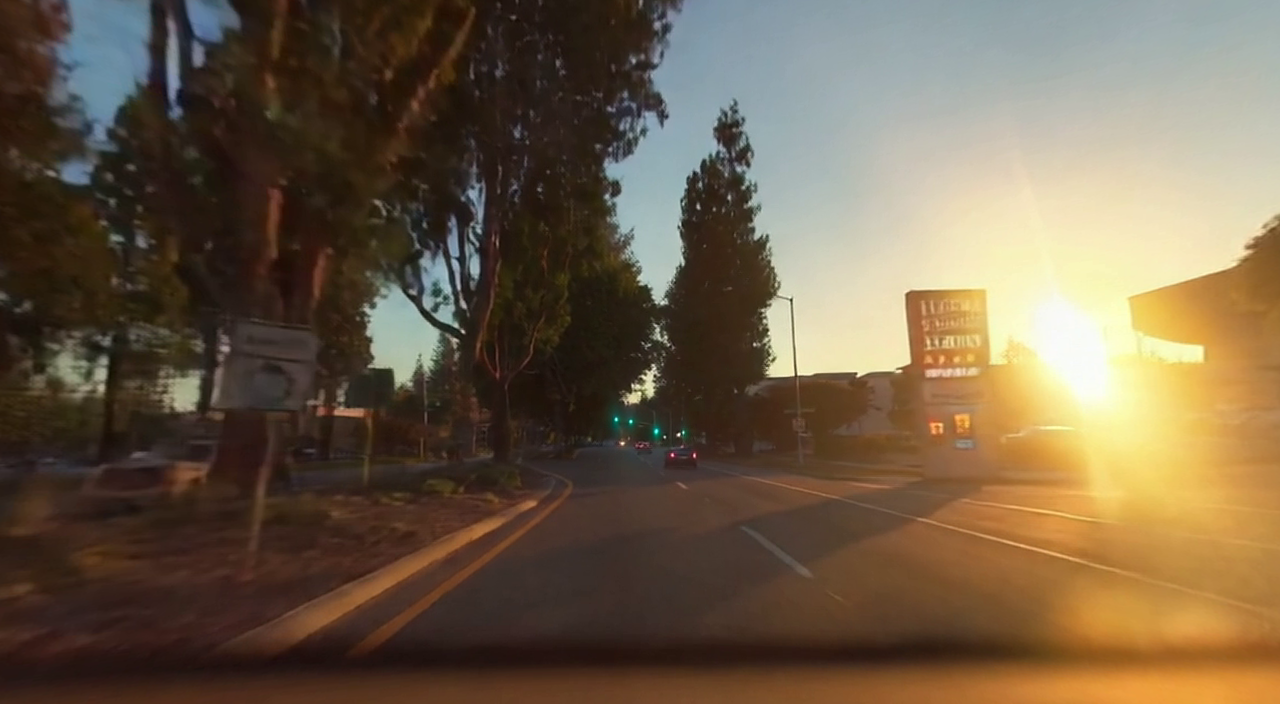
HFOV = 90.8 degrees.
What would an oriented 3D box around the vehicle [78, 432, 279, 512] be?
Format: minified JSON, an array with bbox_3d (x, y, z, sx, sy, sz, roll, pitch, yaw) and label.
[{"bbox_3d":[-11.766,3.049,16.656,1.953,1.761,4.702,0,-8,-4],"label":"vehicle"}]

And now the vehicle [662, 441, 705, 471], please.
[{"bbox_3d":[2.407,5.927,36.111,1.961,1.580,4.020,0,-8,-3],"label":"vehicle"}]
